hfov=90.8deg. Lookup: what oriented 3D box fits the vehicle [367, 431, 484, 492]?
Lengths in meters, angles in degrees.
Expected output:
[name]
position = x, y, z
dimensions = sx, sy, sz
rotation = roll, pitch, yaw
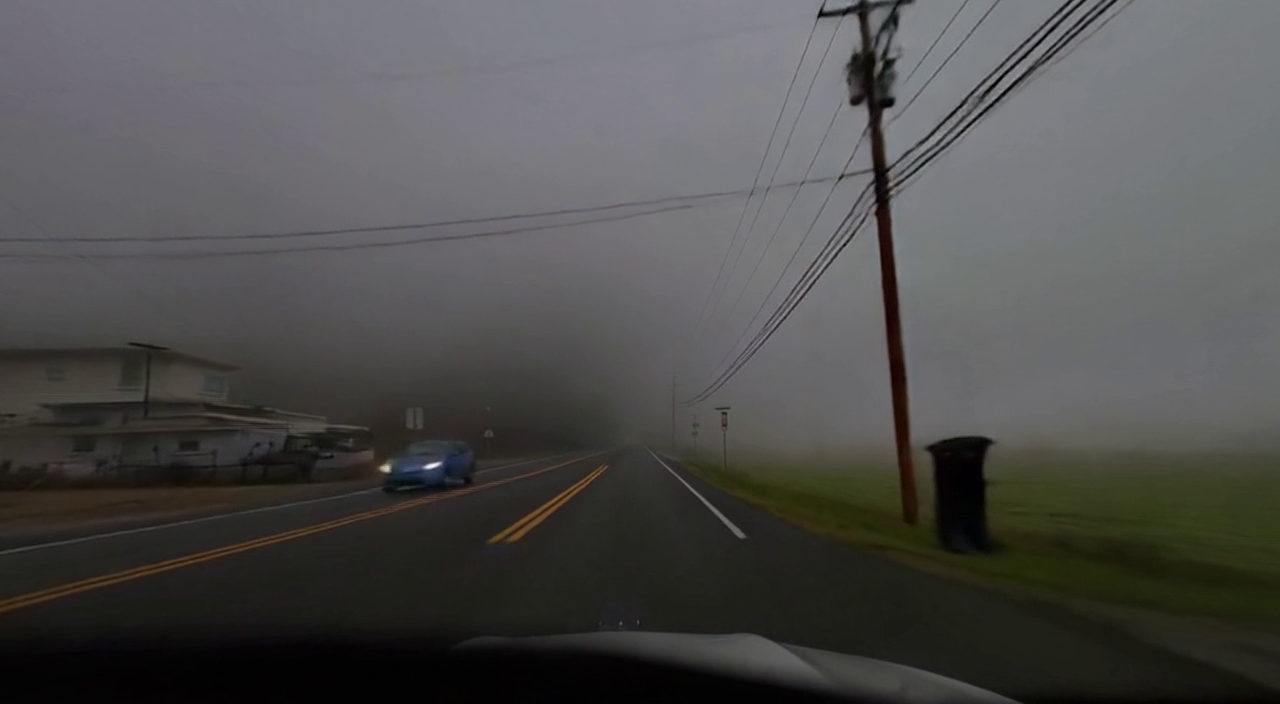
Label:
[vehicle]
position = -6.613, 3.430, 20.129
dimensions = 2.113, 1.710, 4.438
rotation = 0, -8, 1
